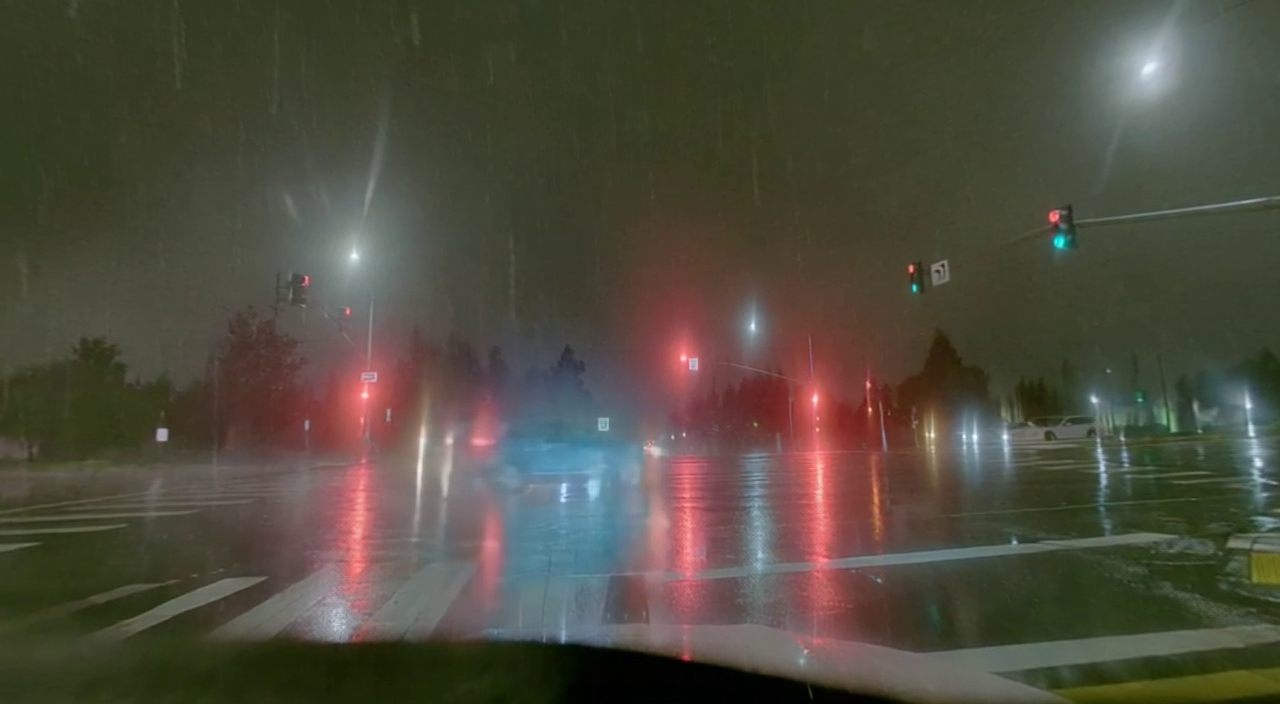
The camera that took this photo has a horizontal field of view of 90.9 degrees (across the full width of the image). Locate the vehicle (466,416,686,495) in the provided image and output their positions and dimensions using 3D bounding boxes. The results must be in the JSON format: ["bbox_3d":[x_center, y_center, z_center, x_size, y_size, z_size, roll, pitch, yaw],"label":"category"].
[{"bbox_3d":[-1.509,2.431,15.025,4.854,1.684,1.945,1,-9,-10],"label":"vehicle"}]

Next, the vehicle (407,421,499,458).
[{"bbox_3d":[-10.290,4.912,35.185,2.000,1.864,5.044,-4,-9,26],"label":"vehicle"}]
